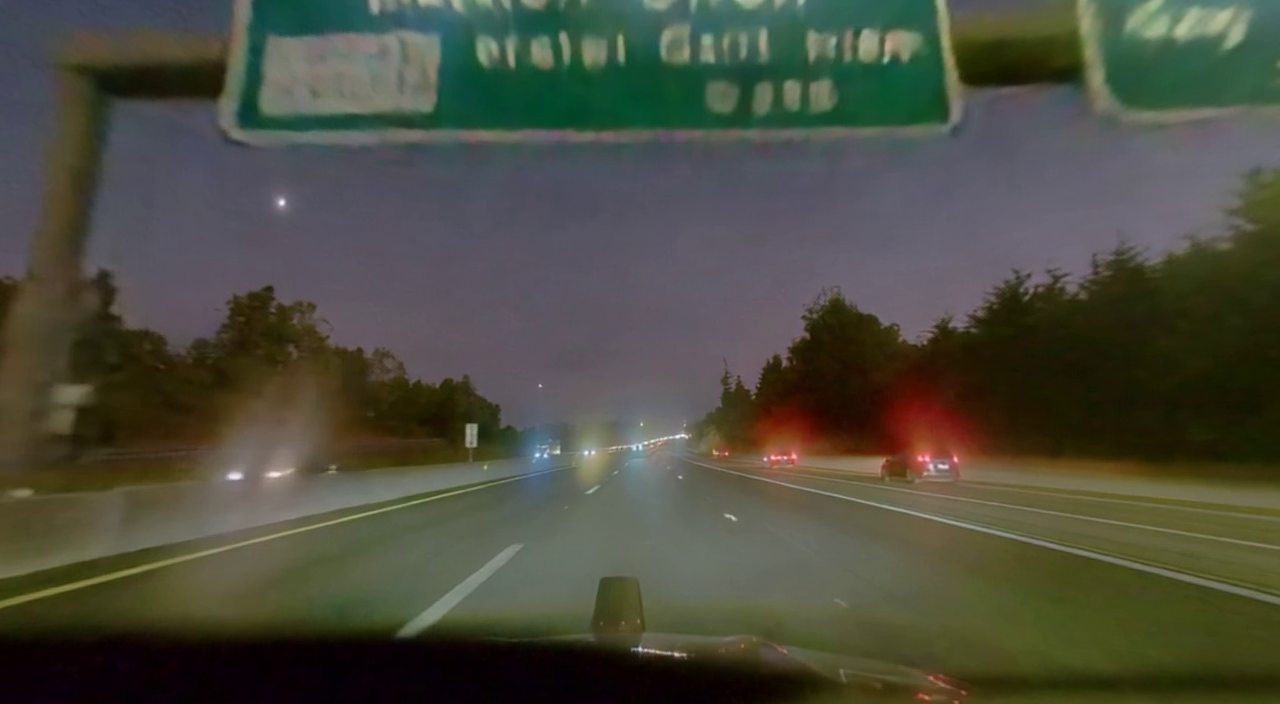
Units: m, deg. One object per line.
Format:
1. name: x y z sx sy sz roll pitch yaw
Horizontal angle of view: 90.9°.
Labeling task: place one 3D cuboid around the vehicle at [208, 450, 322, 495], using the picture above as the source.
1. vehicle: -15.206 4.860 25.889 1.925 1.645 4.371 -1 -9 1
